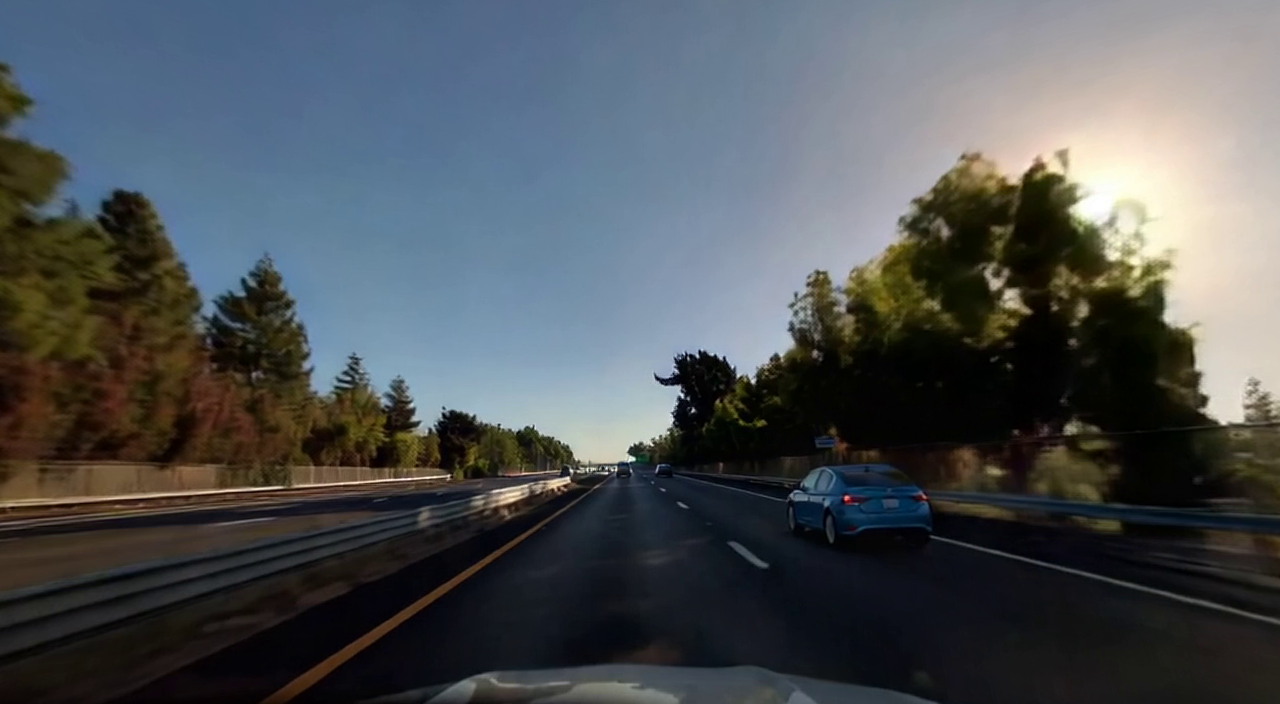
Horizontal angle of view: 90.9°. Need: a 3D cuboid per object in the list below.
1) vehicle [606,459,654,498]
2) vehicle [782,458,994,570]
[{"bbox_3d":[-0.458,5.772,28.972,2.037,1.605,3.833,1,-11,-1],"label":"vehicle"},{"bbox_3d":[3.909,2.636,10.830,1.938,1.494,4.032,1,-11,-1],"label":"vehicle"}]
